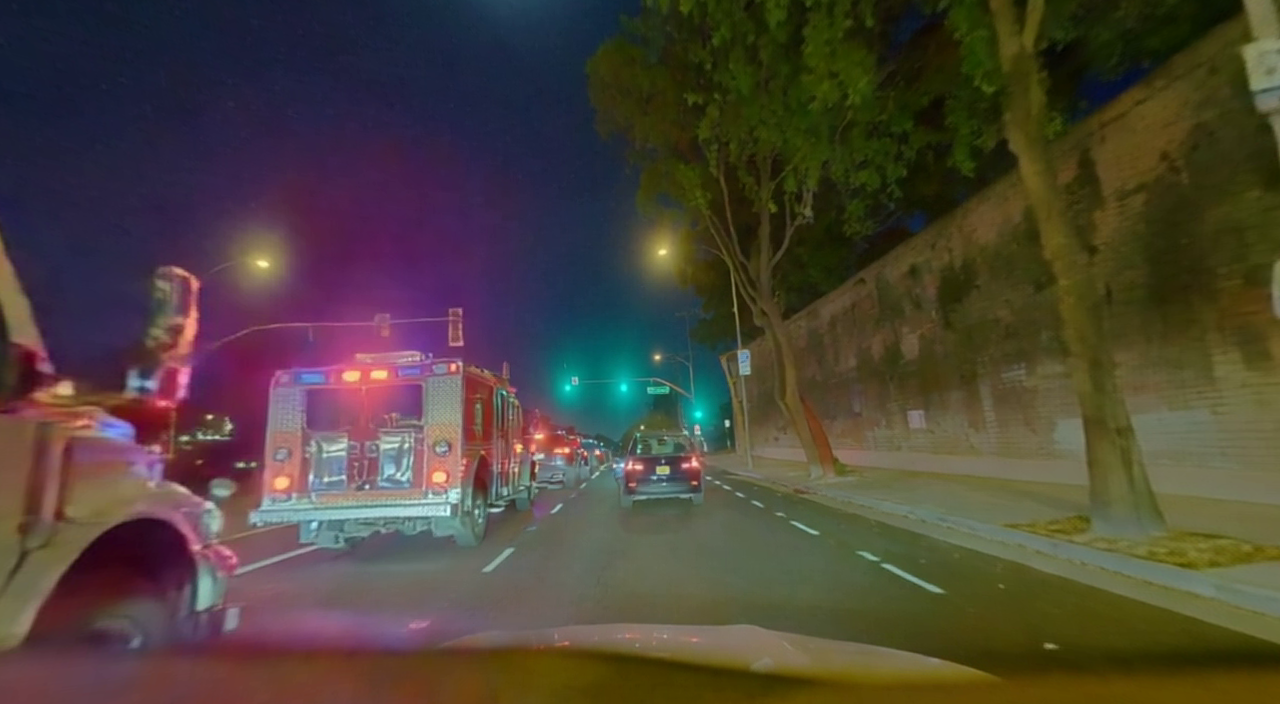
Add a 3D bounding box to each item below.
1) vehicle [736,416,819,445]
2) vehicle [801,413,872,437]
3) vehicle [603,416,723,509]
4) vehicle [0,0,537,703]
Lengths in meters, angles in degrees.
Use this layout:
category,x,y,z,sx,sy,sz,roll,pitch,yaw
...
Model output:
category,x,y,z,sx,sy,sz,roll,pitch,yaw
vehicle,9.233,5.317,42.578,4.955,1.907,2.040,1,-8,-11
vehicle,14.593,5.485,47.006,4.528,1.704,2.073,2,-9,-13
vehicle,0.310,2.539,15.006,2.332,1.831,4.930,0,-8,-4
vehicle,-3.588,0.313,4.942,3.631,3.655,12.773,0,-8,-1
